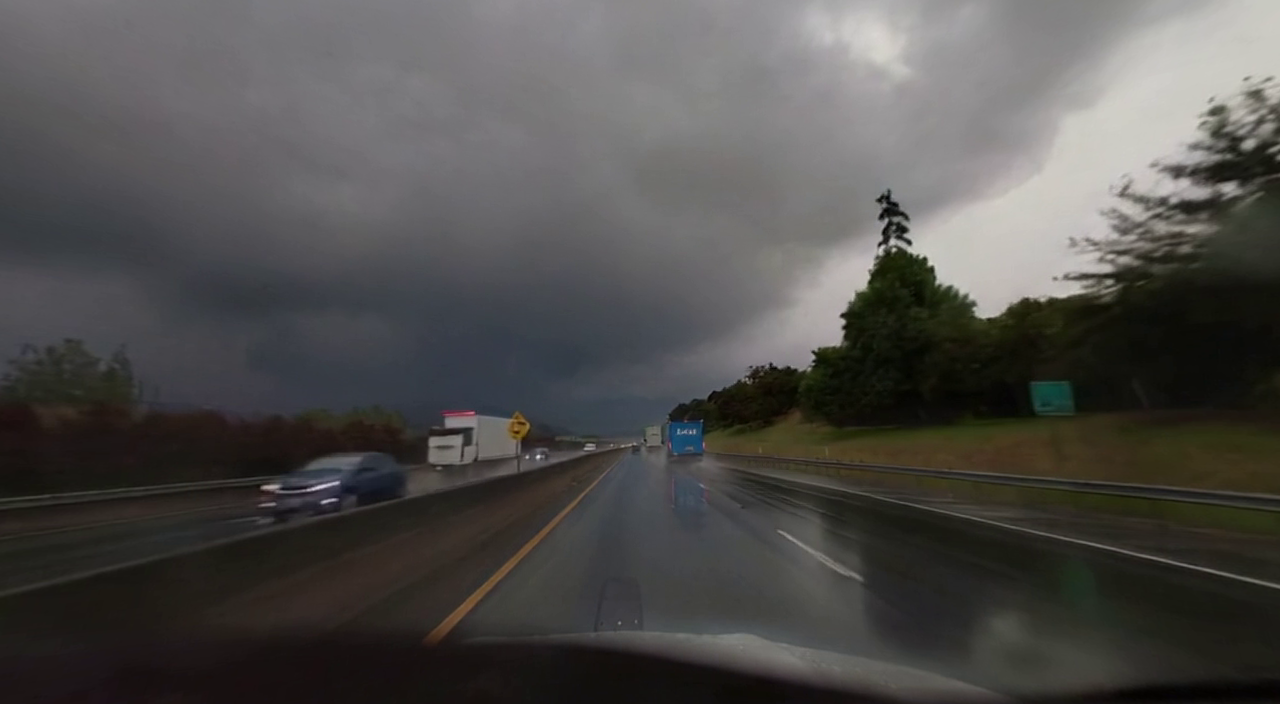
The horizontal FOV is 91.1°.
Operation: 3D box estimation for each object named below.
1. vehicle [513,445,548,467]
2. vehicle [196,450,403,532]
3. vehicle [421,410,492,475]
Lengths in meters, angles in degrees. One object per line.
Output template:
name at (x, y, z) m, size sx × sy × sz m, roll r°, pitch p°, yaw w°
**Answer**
vehicle at (-8.286, 7.897, 47.968) m, size 1.891 × 1.534 × 4.239 m, roll 0°, pitch -9°, yaw 0°
vehicle at (-7.255, 2.963, 14.142) m, size 1.992 × 1.492 × 4.794 m, roll 0°, pitch -9°, yaw 0°
vehicle at (-12.237, 6.140, 42.600) m, size 2.994 × 4.015 × 6.170 m, roll 0°, pitch -9°, yaw -1°
